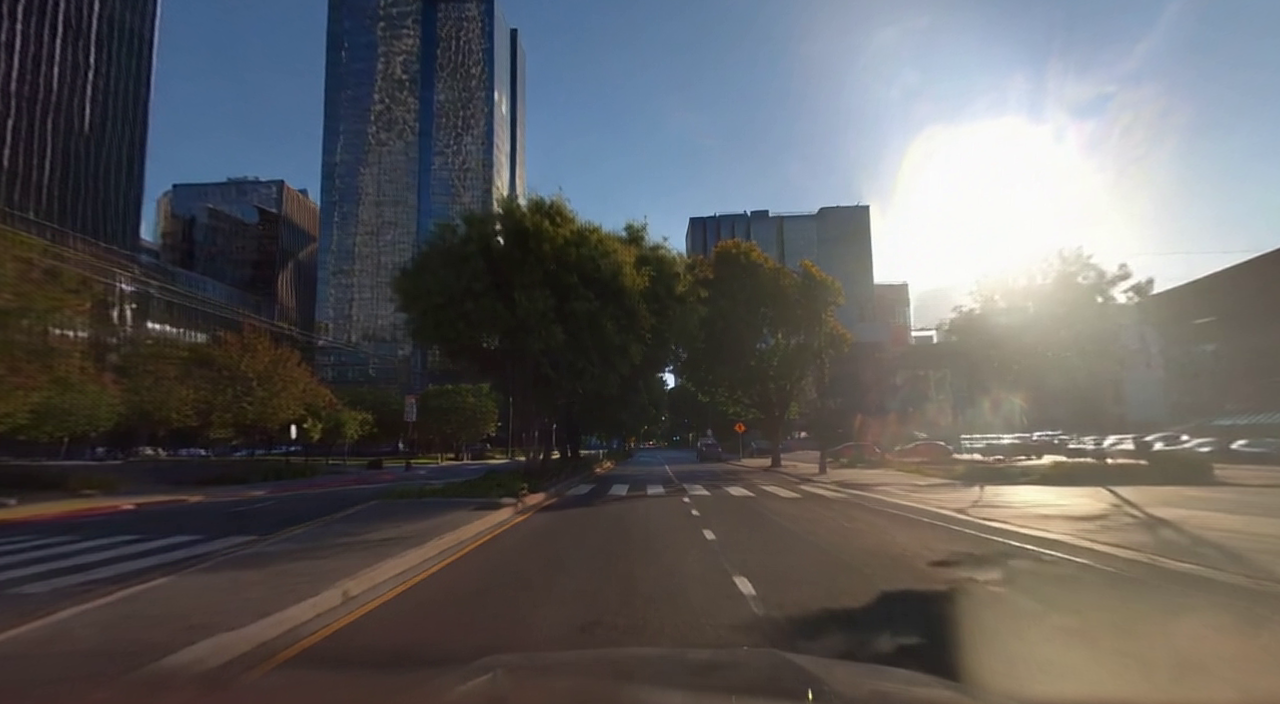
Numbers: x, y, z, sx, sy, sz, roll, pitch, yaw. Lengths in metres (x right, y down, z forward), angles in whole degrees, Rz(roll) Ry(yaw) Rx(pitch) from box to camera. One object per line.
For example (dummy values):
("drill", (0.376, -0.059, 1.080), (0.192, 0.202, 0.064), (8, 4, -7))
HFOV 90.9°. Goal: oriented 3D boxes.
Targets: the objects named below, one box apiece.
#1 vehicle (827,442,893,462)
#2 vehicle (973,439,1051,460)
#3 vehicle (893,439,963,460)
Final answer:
("vehicle", (16.449, 7.494, 47.234), (4.276, 1.397, 1.786), (0, -8, 0))
("vehicle", (27.595, 7.191, 46.781), (4.560, 1.444, 1.929), (-1, -8, -2))
("vehicle", (21.406, 7.249, 46.896), (4.333, 1.491, 1.744), (-1, -7, 1))
